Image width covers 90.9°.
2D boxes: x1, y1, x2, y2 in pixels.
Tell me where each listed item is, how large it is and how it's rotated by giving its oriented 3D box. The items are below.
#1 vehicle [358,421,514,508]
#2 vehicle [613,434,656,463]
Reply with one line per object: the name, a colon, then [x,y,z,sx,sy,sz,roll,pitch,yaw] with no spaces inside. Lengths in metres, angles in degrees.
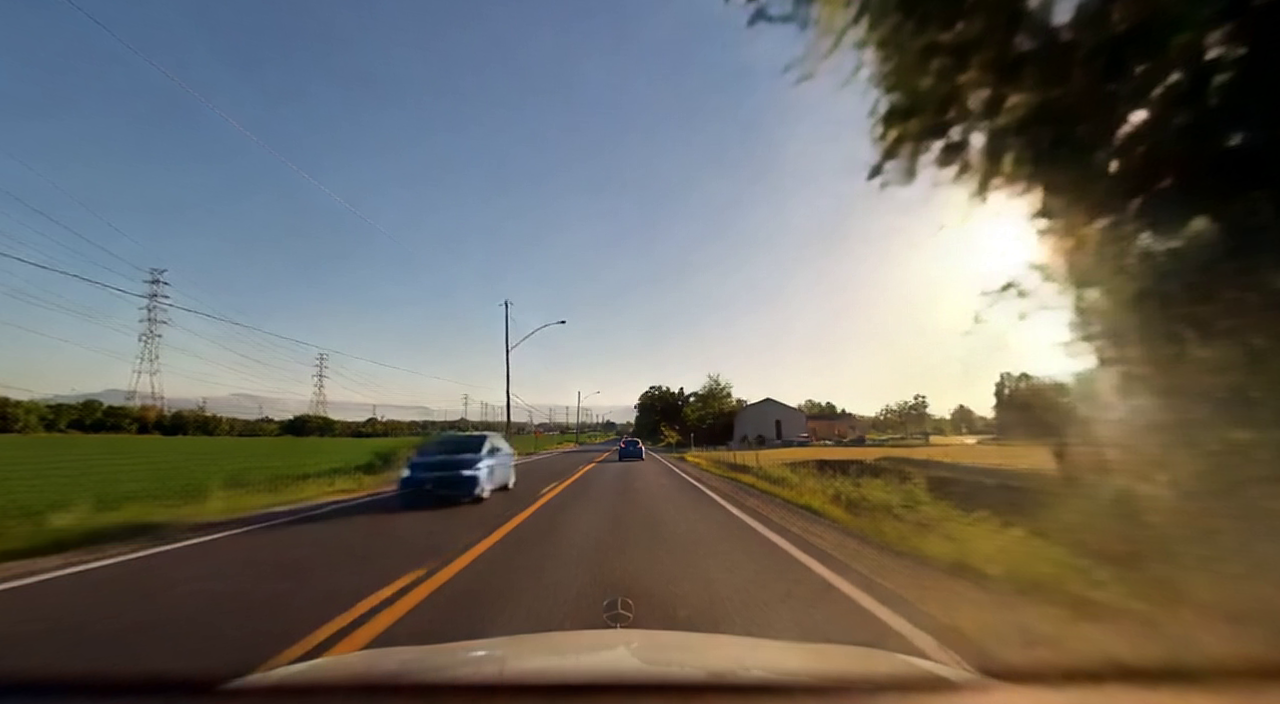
vehicle: [-4.126,2.326,13.552,2.079,1.591,3.951,0,-8,-1]
vehicle: [-0.298,5.249,34.578,2.241,1.471,3.829,0,-8,-1]
